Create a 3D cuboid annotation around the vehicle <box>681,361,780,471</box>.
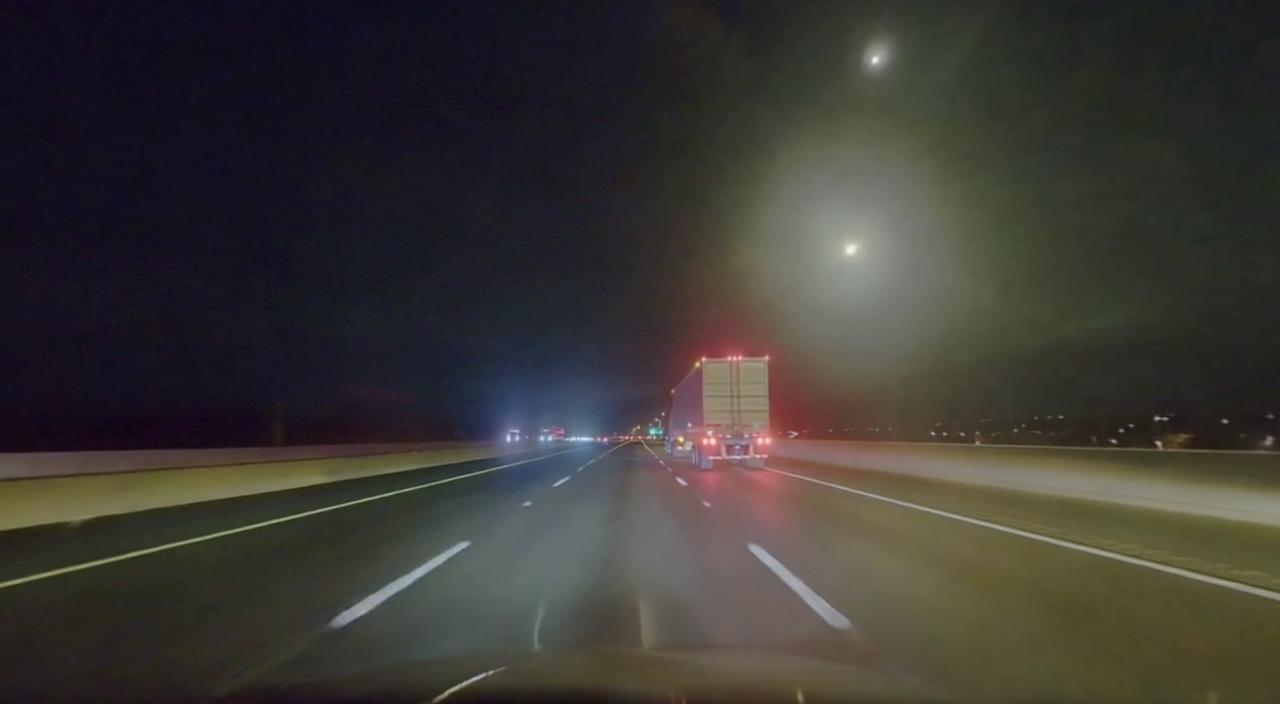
[{"bbox_3d":[3.558,2.867,27.089,2.859,3.981,8.596,0,-8,-1],"label":"vehicle"}]
